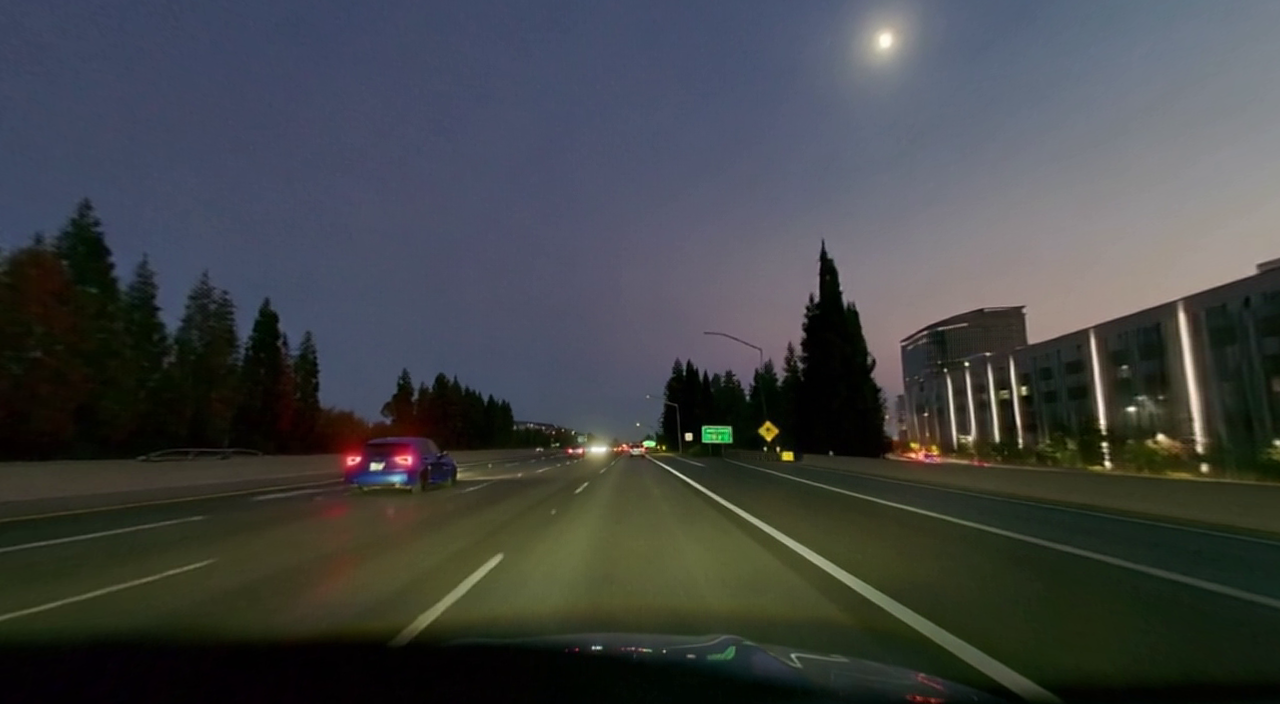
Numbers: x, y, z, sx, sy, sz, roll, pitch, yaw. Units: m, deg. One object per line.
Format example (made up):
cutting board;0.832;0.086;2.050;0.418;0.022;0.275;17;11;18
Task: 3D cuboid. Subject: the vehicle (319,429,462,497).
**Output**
vehicle;-6.720;3.051;17.728;2.016;1.606;4.806;1;-8;1
